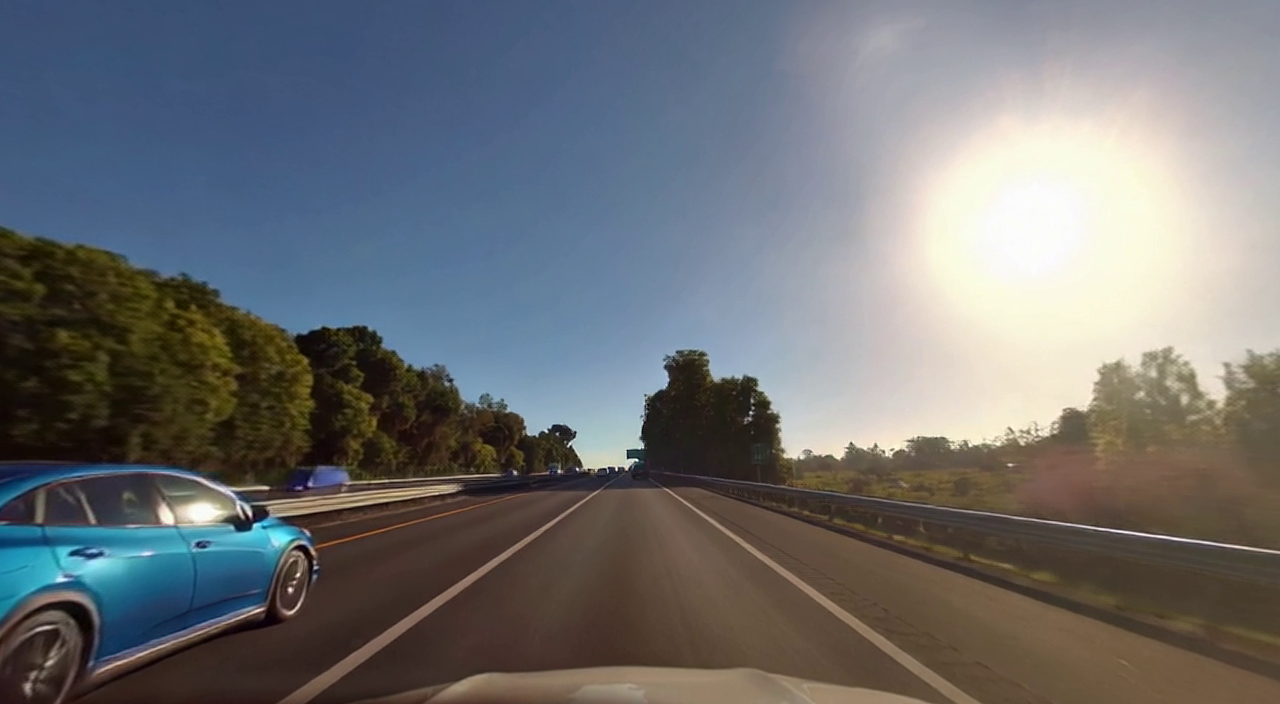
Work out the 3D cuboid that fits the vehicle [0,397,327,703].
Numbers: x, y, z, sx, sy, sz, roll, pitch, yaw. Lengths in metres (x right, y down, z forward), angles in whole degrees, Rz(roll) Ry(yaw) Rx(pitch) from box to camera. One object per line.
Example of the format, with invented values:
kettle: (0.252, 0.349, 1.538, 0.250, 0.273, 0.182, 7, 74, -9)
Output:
vehicle: (-3.551, 1.025, 2.997, 2.017, 1.516, 4.041, 1, -11, 0)
